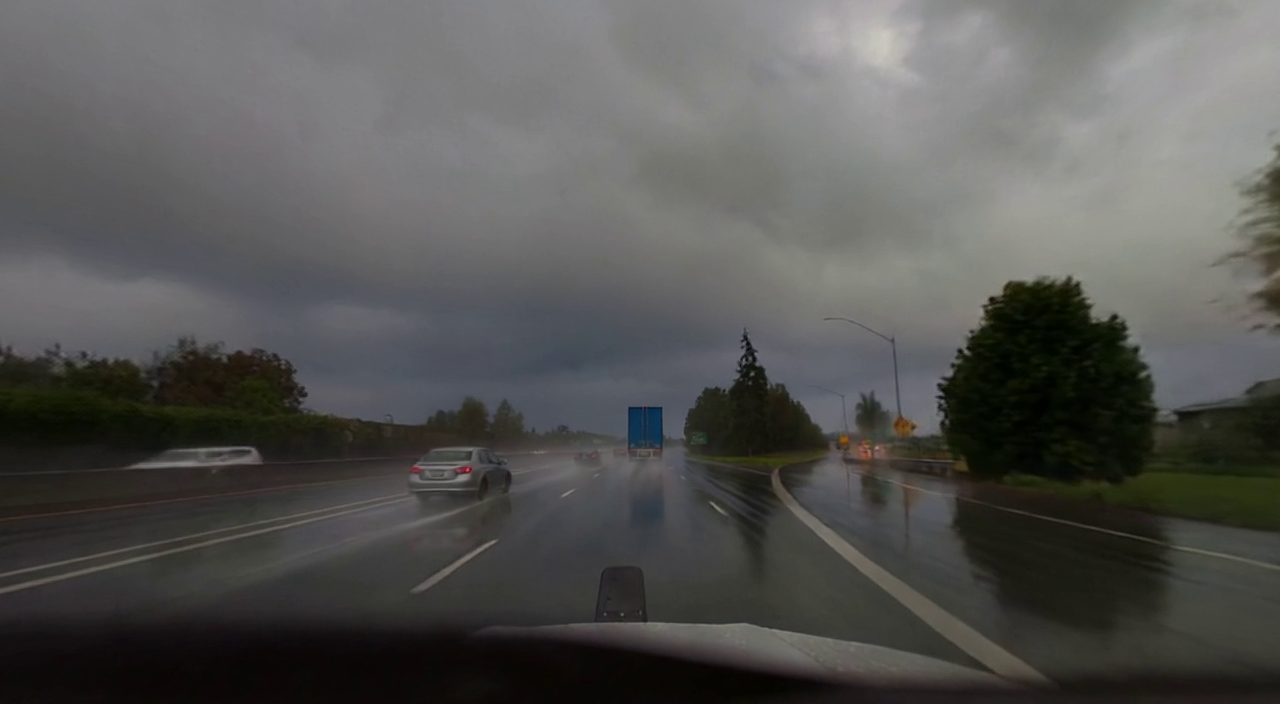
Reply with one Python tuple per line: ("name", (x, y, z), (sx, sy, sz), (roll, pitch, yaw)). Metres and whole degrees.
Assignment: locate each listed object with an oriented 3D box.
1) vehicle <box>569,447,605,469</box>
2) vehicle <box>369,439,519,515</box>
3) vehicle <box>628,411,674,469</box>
("vehicle", (-3.566, 7.220, 43.179), (1.981, 1.435, 4.199), (0, -9, 2))
("vehicle", (-4.279, 2.799, 14.615), (2.010, 1.461, 4.391), (0, -9, 1))
("vehicle", (0.724, 6.253, 44.361), (2.893, 3.628, 9.081), (0, -9, 1))
